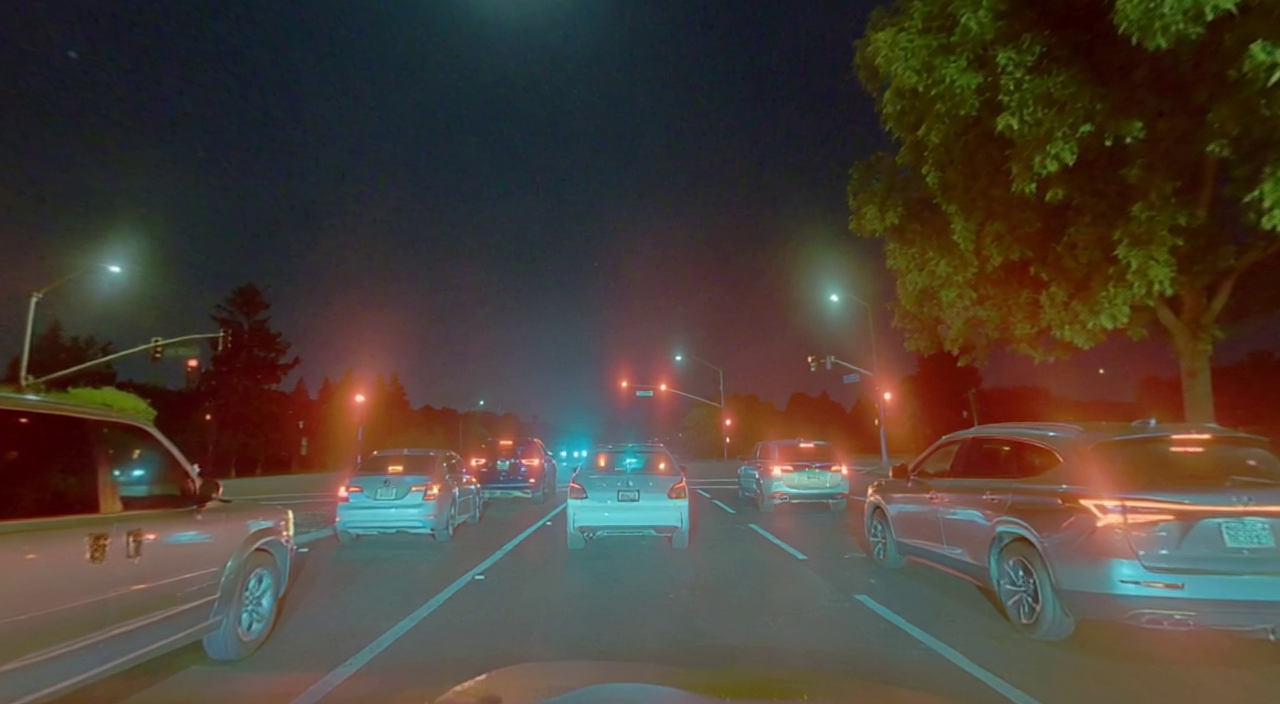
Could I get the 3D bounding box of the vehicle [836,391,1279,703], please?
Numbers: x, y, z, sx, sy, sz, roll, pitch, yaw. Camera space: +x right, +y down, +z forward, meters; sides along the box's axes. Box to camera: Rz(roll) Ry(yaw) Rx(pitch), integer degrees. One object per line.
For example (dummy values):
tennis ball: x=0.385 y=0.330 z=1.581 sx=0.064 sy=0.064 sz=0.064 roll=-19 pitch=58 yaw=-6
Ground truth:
vehicle: x=3.395 y=1.305 z=5.411 sx=1.933 sy=1.564 sz=4.600 roll=0 pitch=-8 yaw=0

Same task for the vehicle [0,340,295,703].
vehicle: x=-3.654 y=0.836 z=2.542 sx=2.047 sy=1.764 sz=4.369 roll=0 pitch=-8 yaw=0

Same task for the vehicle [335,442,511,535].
vehicle: x=-3.919 y=2.503 z=12.335 sx=1.919 sy=1.459 sz=4.371 roll=0 pitch=-8 yaw=-1

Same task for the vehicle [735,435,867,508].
vehicle: x=3.652 y=2.779 z=15.246 sx=1.922 sy=1.472 sz=4.440 roll=0 pitch=-8 yaw=-1

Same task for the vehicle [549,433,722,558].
vehicle: x=-0.071 y=2.008 z=9.594 sx=2.061 sy=1.470 sz=3.970 roll=0 pitch=-8 yaw=0
